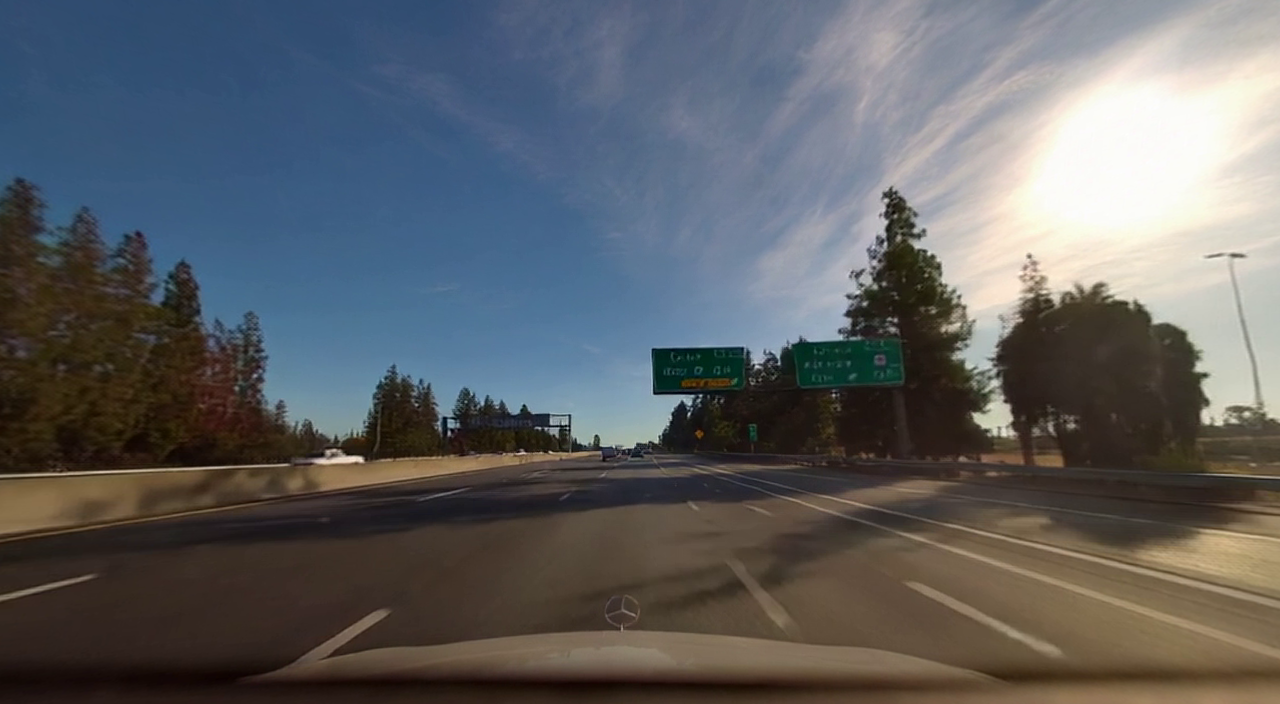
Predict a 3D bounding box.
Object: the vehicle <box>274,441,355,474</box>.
[{"bbox_3d":[-19.986,6.516,39.071,2.289,1.857,4.835,-1,-9,2],"label":"vehicle"}]
